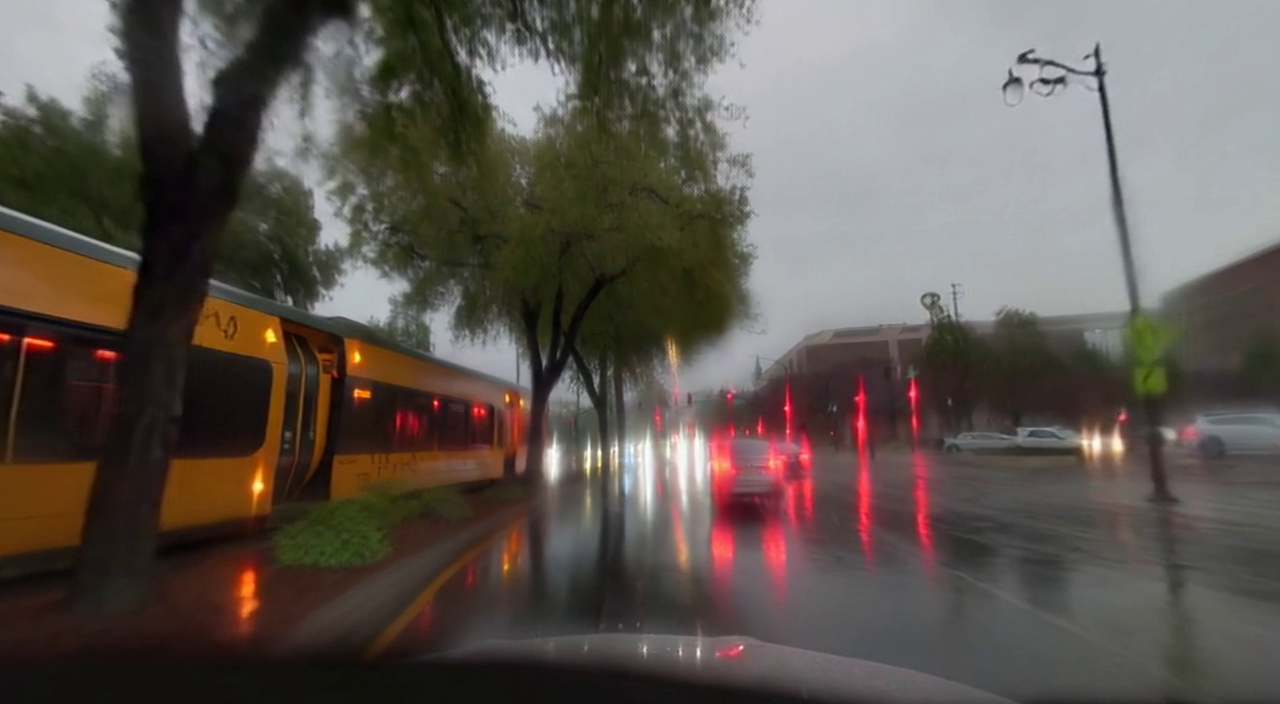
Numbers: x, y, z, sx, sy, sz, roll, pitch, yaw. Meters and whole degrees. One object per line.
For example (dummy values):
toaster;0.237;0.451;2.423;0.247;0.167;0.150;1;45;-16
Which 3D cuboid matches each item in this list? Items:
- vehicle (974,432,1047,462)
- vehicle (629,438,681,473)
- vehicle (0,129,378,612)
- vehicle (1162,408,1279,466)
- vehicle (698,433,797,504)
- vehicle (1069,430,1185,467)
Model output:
vehicle;20.247;5.199;34.738;1.831;1.545;3.872;0;-8;4
vehicle;0.776;4.731;29.095;2.118;1.478;4.076;-1;-8;5
vehicle;-6.480;0.013;3.883;2.897;3.700;13.528;-1;-7;5
vehicle;23.958;3.244;24.061;5.654;2.107;2.513;-1;-8;6
vehicle;2.476;2.794;15.640;2.002;1.471;4.337;0;-8;4
vehicle;21.996;4.339;28.821;1.825;1.462;4.764;-3;-8;6
